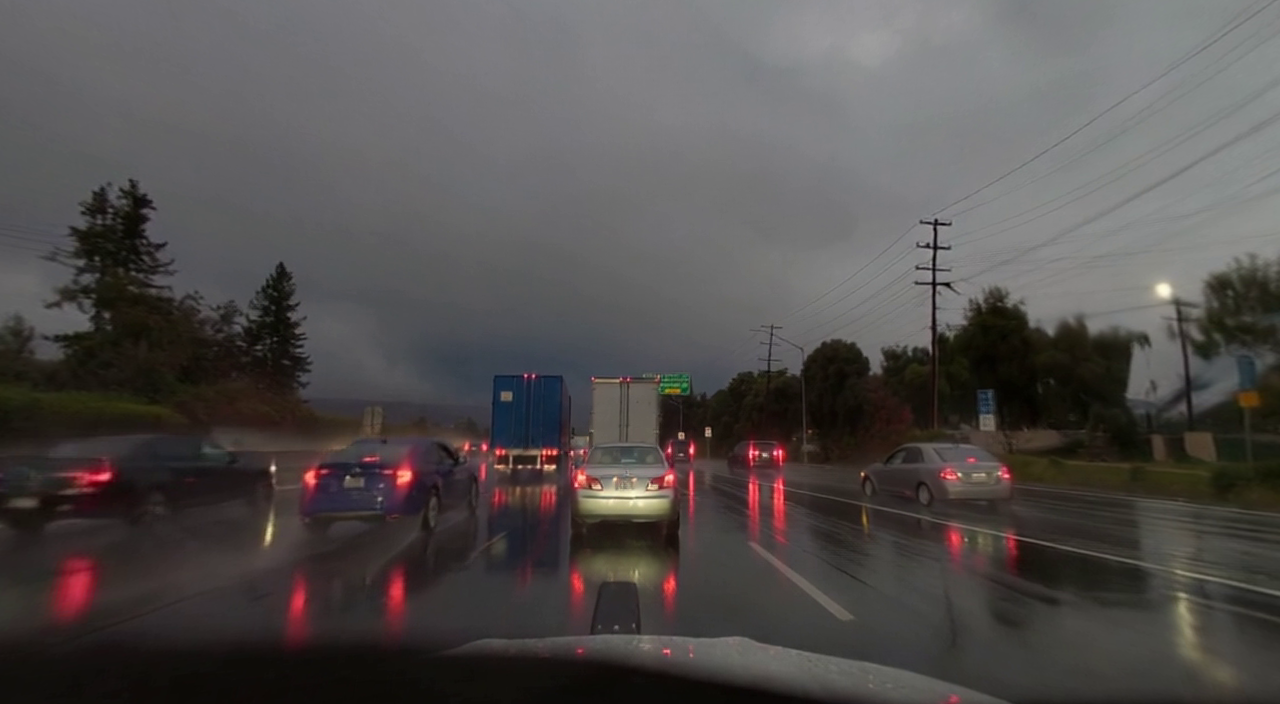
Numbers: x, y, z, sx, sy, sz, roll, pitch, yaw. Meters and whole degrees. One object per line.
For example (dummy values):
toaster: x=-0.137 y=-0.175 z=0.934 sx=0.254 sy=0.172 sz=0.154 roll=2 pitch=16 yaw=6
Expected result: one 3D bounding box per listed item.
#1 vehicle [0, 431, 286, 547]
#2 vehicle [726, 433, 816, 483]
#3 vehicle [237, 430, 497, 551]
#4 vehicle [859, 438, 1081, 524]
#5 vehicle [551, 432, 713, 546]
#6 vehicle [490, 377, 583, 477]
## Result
vehicle: x=-8.156 y=2.106 z=10.428 sx=2.008 sy=1.454 sz=4.693 roll=0 pitch=-9 yaw=-2
vehicle: x=4.731 y=3.897 z=23.458 sx=2.023 sy=1.676 sz=4.002 roll=1 pitch=-9 yaw=-7
vehicle: x=-3.911 y=2.078 z=10.267 sx=2.090 sy=1.463 sz=4.968 roll=0 pitch=-9 yaw=-1
vehicle: x=6.264 y=2.471 z=12.668 sx=1.878 sy=1.406 sz=4.164 roll=1 pitch=-9 yaw=-6
vehicle: x=-0.201 y=2.099 z=10.312 sx=2.112 sy=1.463 sz=4.012 roll=0 pitch=-9 yaw=-3
vehicle: x=-5.282 y=4.610 z=36.276 sx=3.150 sy=4.298 sz=17.928 roll=0 pitch=-9 yaw=-3
